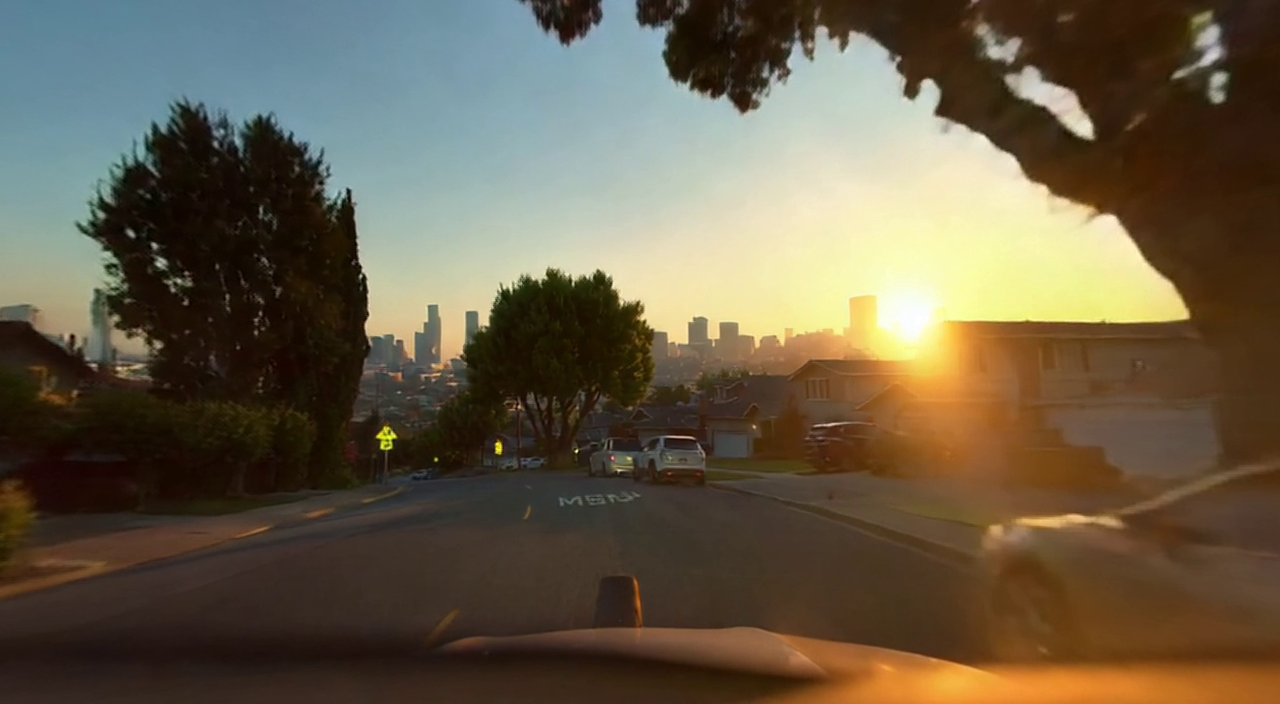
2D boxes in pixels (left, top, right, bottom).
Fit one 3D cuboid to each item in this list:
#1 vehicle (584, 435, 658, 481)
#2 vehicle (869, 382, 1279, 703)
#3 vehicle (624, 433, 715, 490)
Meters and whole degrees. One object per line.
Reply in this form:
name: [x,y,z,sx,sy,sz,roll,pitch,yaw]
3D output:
vehicle: [-1.011,4.707,28.516,2.180,1.849,5.423,2,-9,-14]
vehicle: [2.931,0.901,2.264,2.181,1.494,5.023,0,-8,-2]
vehicle: [0.832,3.597,21.190,1.965,1.663,4.744,1,-8,-11]
